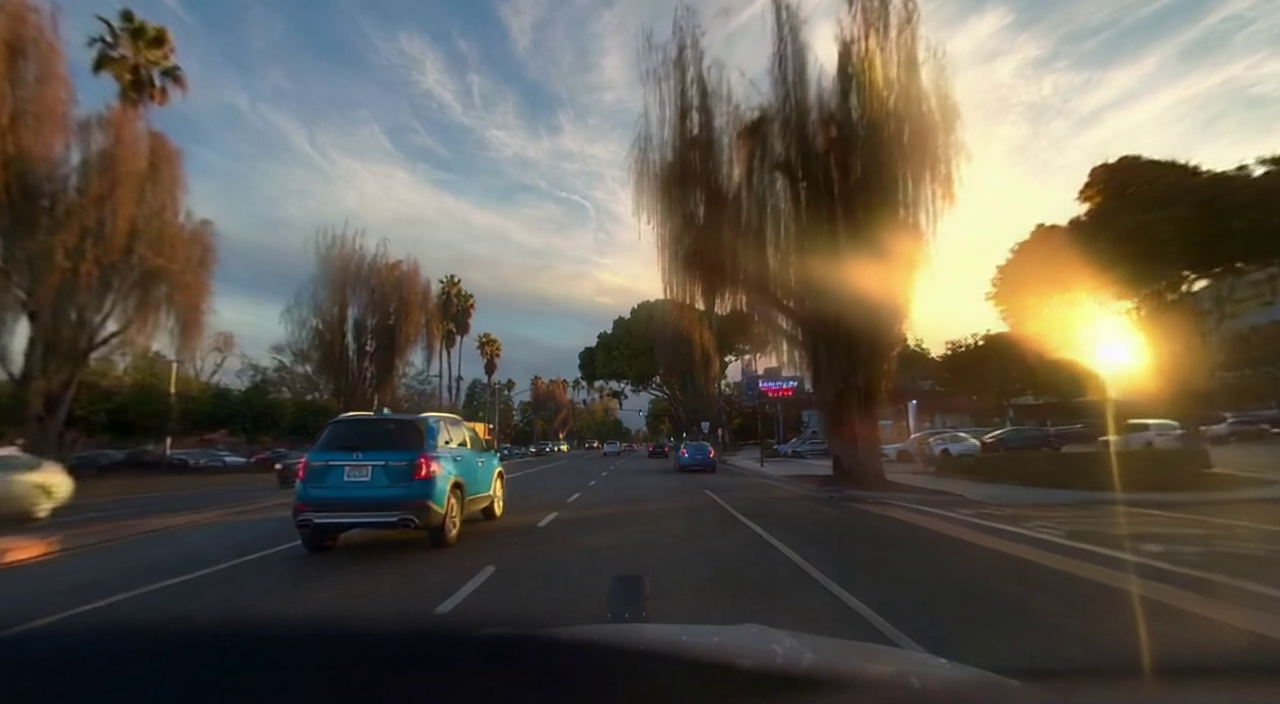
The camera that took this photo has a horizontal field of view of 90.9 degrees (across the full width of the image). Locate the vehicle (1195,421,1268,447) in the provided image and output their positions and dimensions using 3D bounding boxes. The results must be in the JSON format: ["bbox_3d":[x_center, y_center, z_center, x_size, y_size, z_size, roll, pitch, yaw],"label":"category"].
[{"bbox_3d":[39.365,5.514,42.081,1.982,1.611,4.314,-4,-9,21],"label":"vehicle"}]

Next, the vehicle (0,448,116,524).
[{"bbox_3d":[-14.006,2.811,13.273,1.915,1.500,4.681,0,-8,0],"label":"vehicle"}]

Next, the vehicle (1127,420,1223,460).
[{"bbox_3d":[26.719,4.448,31.714,1.993,1.806,4.813,-4,-9,20],"label":"vehicle"}]

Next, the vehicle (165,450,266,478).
[{"bbox_3d":[-26.918,7.049,40.055,5.072,1.606,2.046,7,-11,-39],"label":"vehicle"}]

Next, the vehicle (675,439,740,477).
[{"bbox_3d":[2.825,4.566,27.434,1.919,1.472,4.470,1,-9,-6],"label":"vehicle"}]

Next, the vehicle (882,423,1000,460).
[{"bbox_3d":[14.391,4.351,30.377,1.887,1.630,4.705,6,-11,-37],"label":"vehicle"}]

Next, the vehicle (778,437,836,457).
[{"bbox_3d":[12.334,7.020,46.597,1.874,1.386,3.745,6,-11,-37],"label":"vehicle"}]

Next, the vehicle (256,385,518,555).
[{"bbox_3d":[-3.435,1.727,9.780,2.152,1.987,4.527,0,-9,0],"label":"vehicle"}]

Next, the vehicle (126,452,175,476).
[{"bbox_3d":[-37.005,8.417,47.584,4.378,1.687,1.968,-8,-11,40],"label":"vehicle"}]
